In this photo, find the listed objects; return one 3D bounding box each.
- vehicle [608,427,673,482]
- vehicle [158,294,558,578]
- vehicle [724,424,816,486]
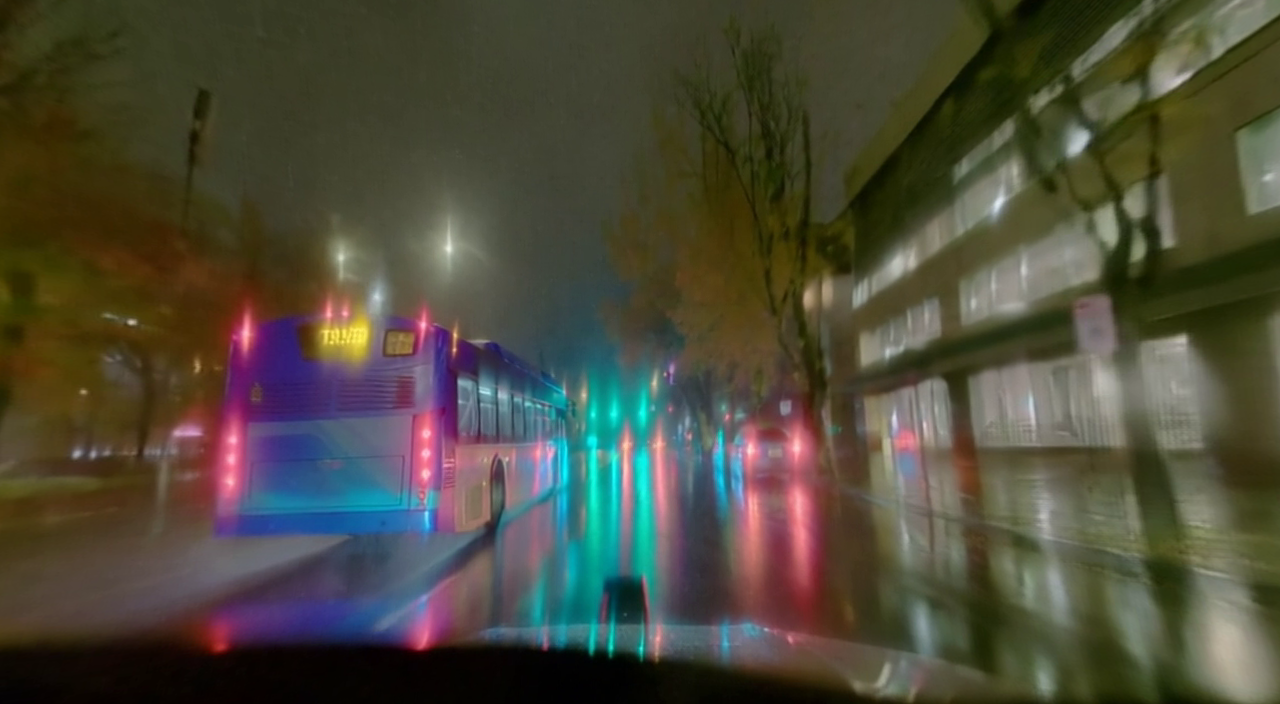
[{"bbox_3d":[0.043,3.601,22.365,2.120,1.727,3.917,0,-8,1],"label":"vehicle"},{"bbox_3d":[-3.388,1.381,10.741,2.920,2.884,8.588,0,-8,-1],"label":"vehicle"},{"bbox_3d":[4.133,3.378,20.914,2.138,1.787,4.522,0,-8,1],"label":"vehicle"}]
